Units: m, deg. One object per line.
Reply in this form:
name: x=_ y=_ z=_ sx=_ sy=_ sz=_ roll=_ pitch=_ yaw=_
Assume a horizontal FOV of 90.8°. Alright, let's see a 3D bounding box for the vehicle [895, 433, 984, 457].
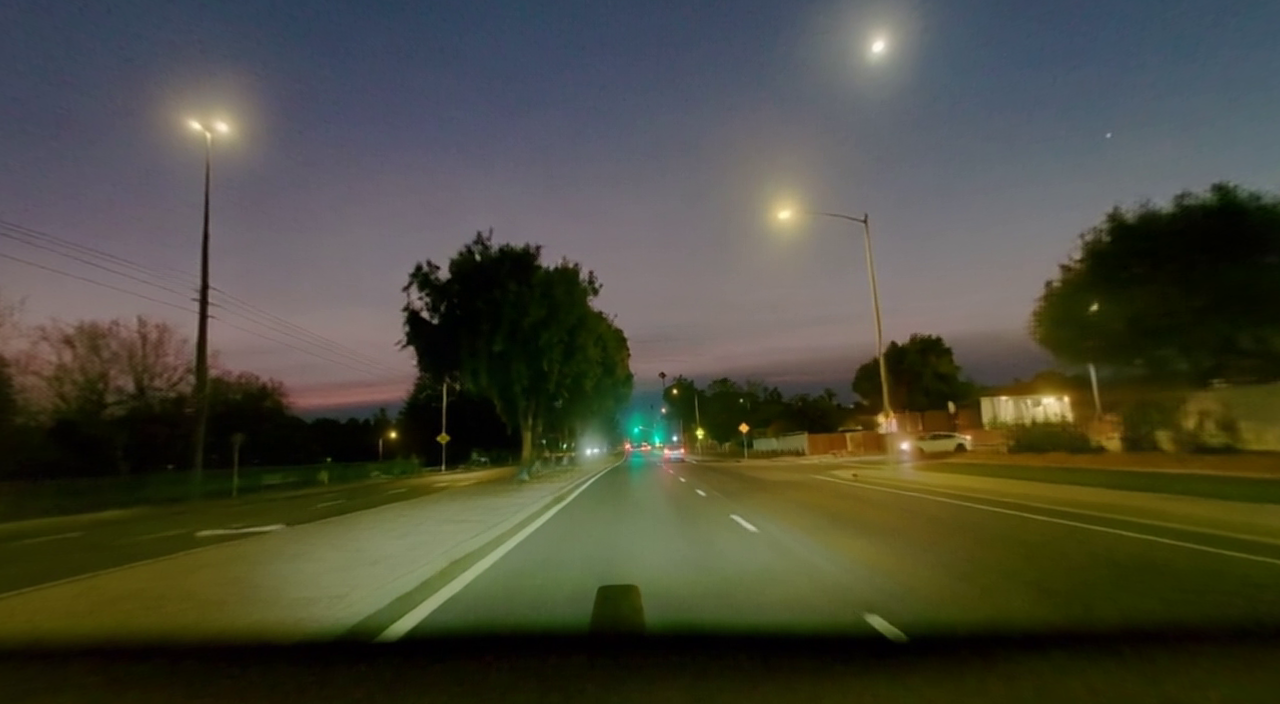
vehicle: x=18.782 y=5.870 z=39.769 sx=4.536 sy=1.453 sz=2.128 roll=0 pitch=-9 yaw=-2
